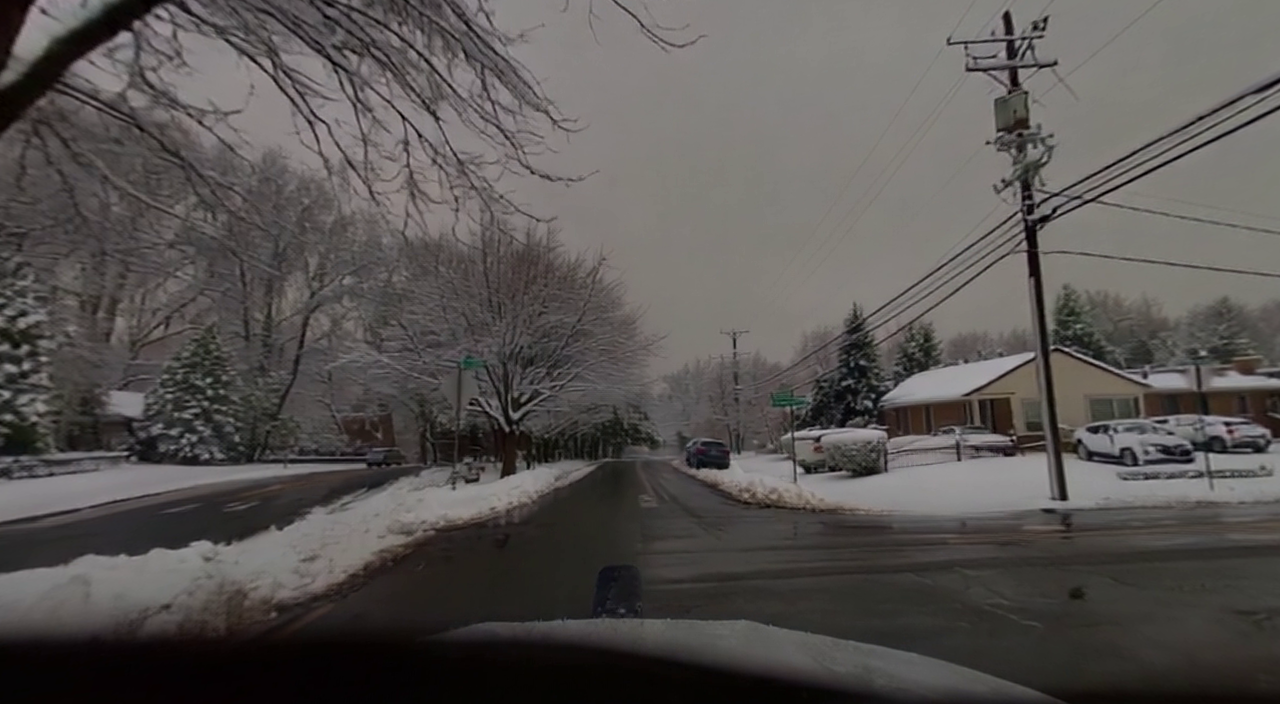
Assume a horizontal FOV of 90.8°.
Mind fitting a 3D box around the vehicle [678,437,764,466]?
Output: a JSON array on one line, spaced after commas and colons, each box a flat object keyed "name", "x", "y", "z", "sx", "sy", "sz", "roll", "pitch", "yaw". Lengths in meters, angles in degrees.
[{"name": "vehicle", "x": 4.832, "y": 6.004, "z": 38.100, "sx": 4.784, "sy": 1.647, "sz": 1.947, "roll": 1, "pitch": -8, "yaw": -9}]
